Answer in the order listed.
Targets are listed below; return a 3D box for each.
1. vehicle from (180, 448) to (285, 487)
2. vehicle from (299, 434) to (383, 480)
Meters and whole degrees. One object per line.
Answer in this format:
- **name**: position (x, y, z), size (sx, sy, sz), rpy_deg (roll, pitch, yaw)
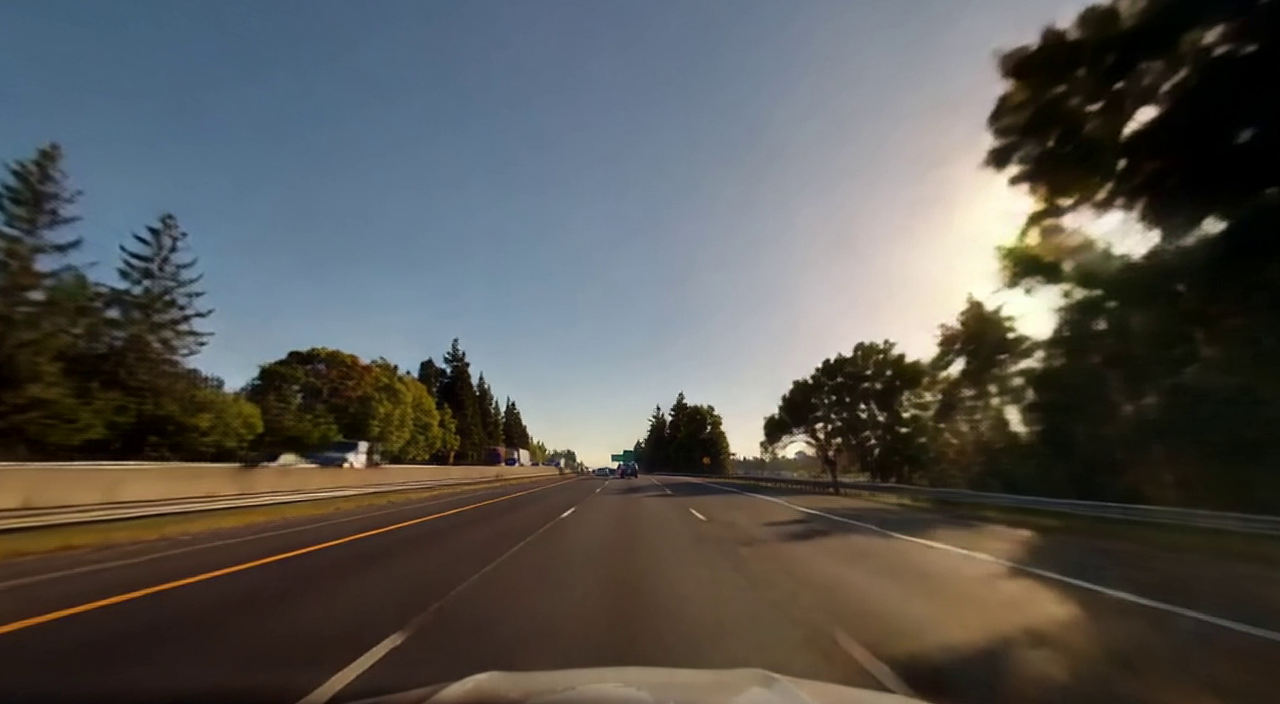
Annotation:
- **vehicle**: position (-16.388, 4.680, 25.560), size (1.855, 1.412, 3.502), rpy_deg (1, -10, -1)
- **vehicle**: position (-19.286, 6.895, 41.075), size (2.252, 2.669, 6.834), rpy_deg (1, -10, -2)
